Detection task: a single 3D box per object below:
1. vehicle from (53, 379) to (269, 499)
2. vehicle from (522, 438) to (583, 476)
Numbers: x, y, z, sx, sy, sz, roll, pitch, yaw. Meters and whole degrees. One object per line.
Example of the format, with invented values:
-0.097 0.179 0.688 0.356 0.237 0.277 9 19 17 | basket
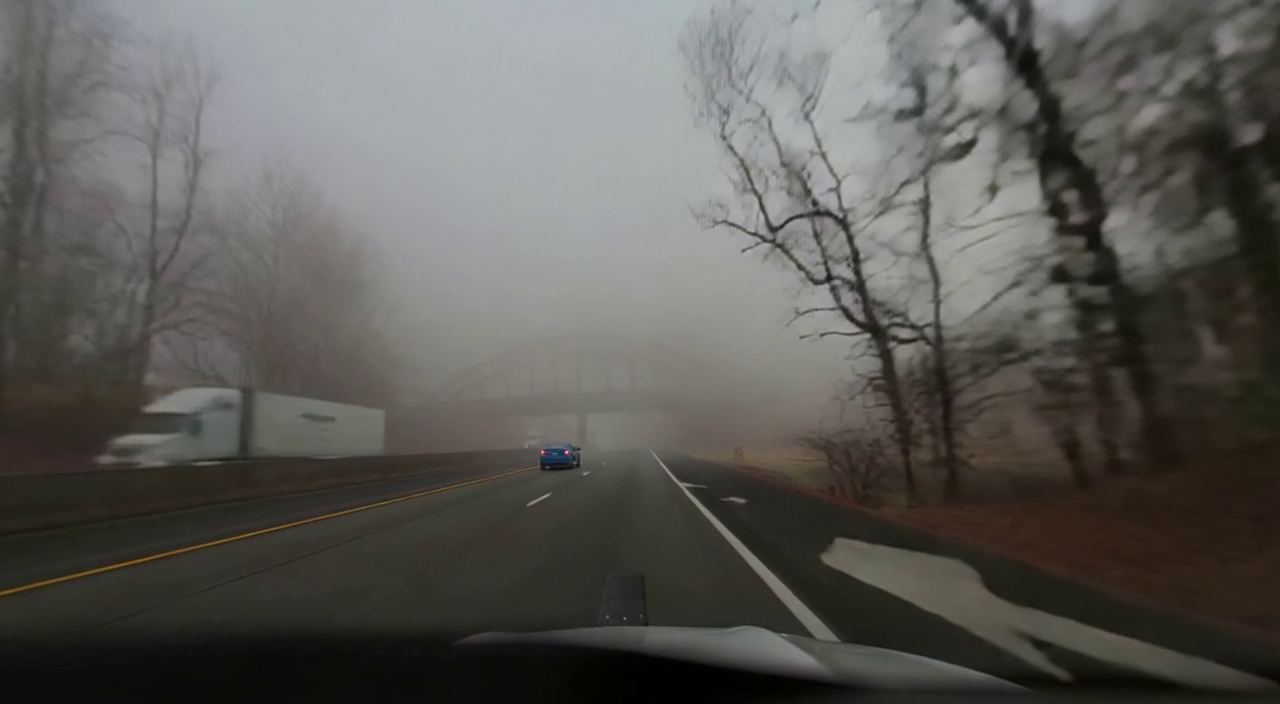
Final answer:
-18.152 3.391 24.524 3.207 4.027 6.228 0 -8 1 | vehicle
-3.814 4.671 28.157 2.052 1.556 4.405 0 -8 1 | vehicle
